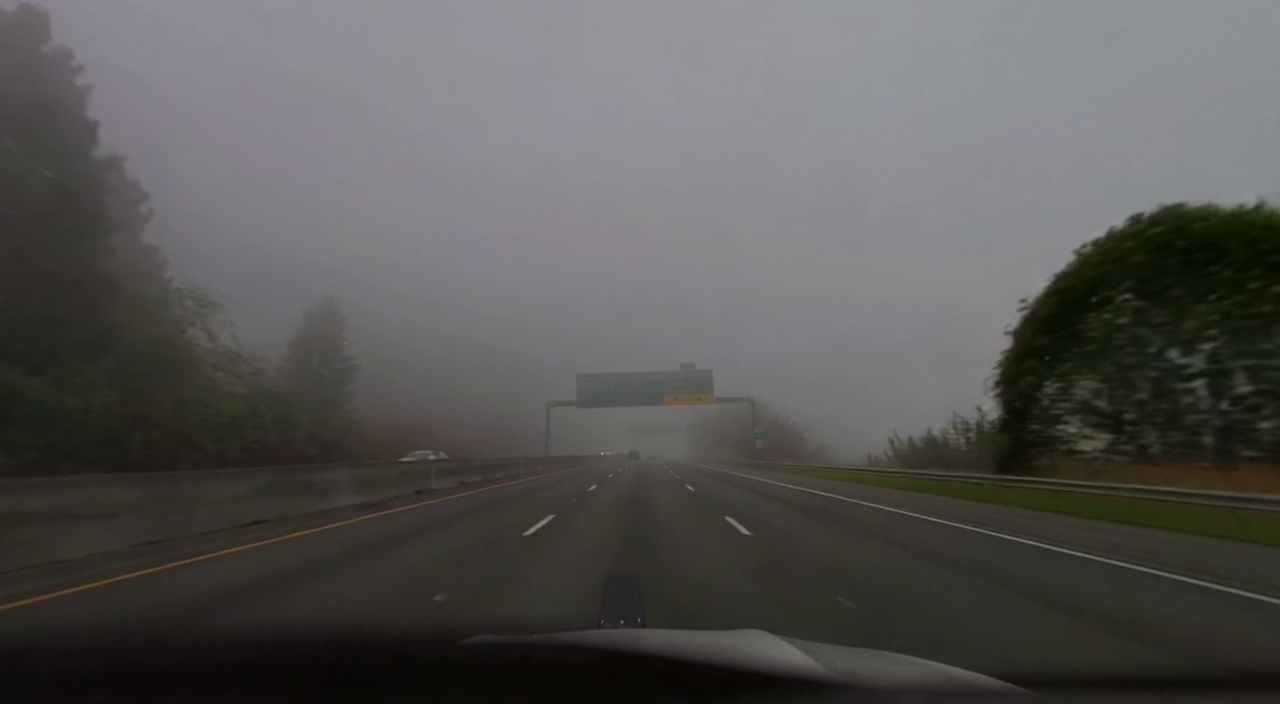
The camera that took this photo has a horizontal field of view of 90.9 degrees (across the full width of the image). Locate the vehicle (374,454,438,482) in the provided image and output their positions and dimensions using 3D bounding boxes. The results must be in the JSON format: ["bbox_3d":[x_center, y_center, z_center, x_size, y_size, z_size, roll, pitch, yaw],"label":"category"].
[{"bbox_3d":[-13.976,6.907,37.907,1.886,1.501,4.793,0,-9,1],"label":"vehicle"}]
